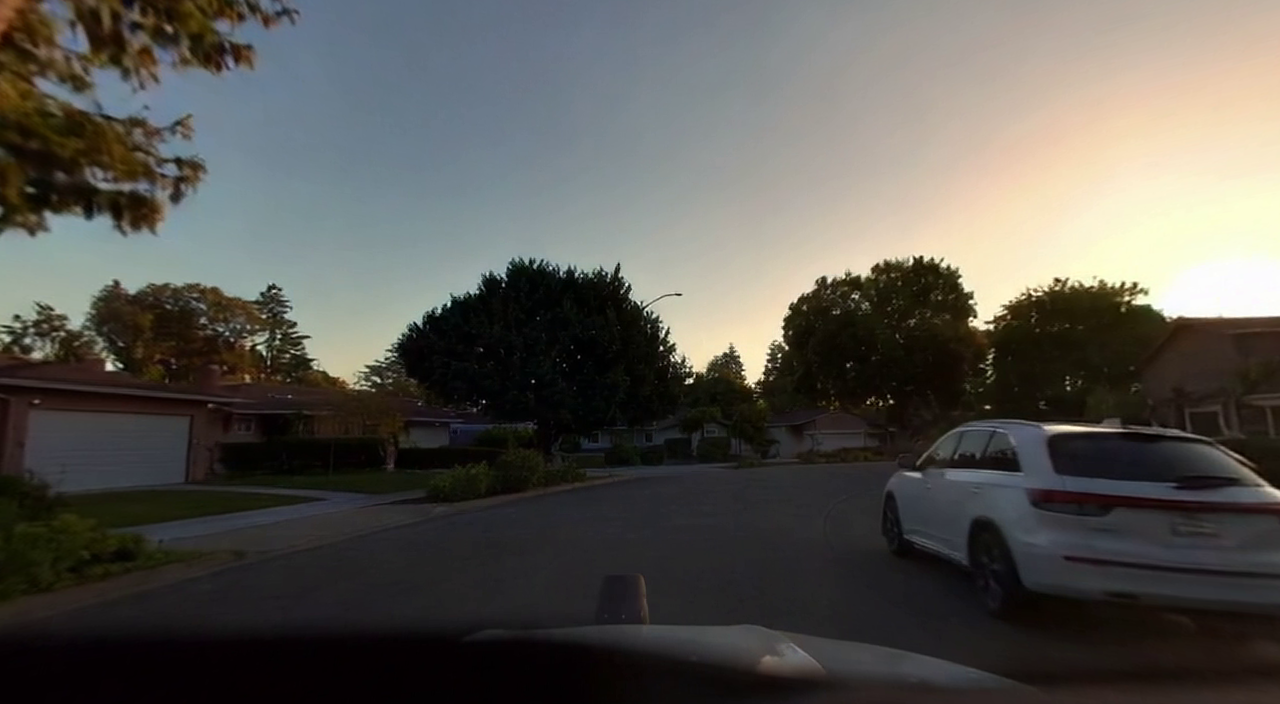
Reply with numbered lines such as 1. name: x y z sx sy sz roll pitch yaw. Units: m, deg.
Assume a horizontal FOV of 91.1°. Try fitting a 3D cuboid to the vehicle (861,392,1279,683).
1. vehicle: 3.952 1.468 6.192 2.163 1.760 4.591 -1 -8 4
